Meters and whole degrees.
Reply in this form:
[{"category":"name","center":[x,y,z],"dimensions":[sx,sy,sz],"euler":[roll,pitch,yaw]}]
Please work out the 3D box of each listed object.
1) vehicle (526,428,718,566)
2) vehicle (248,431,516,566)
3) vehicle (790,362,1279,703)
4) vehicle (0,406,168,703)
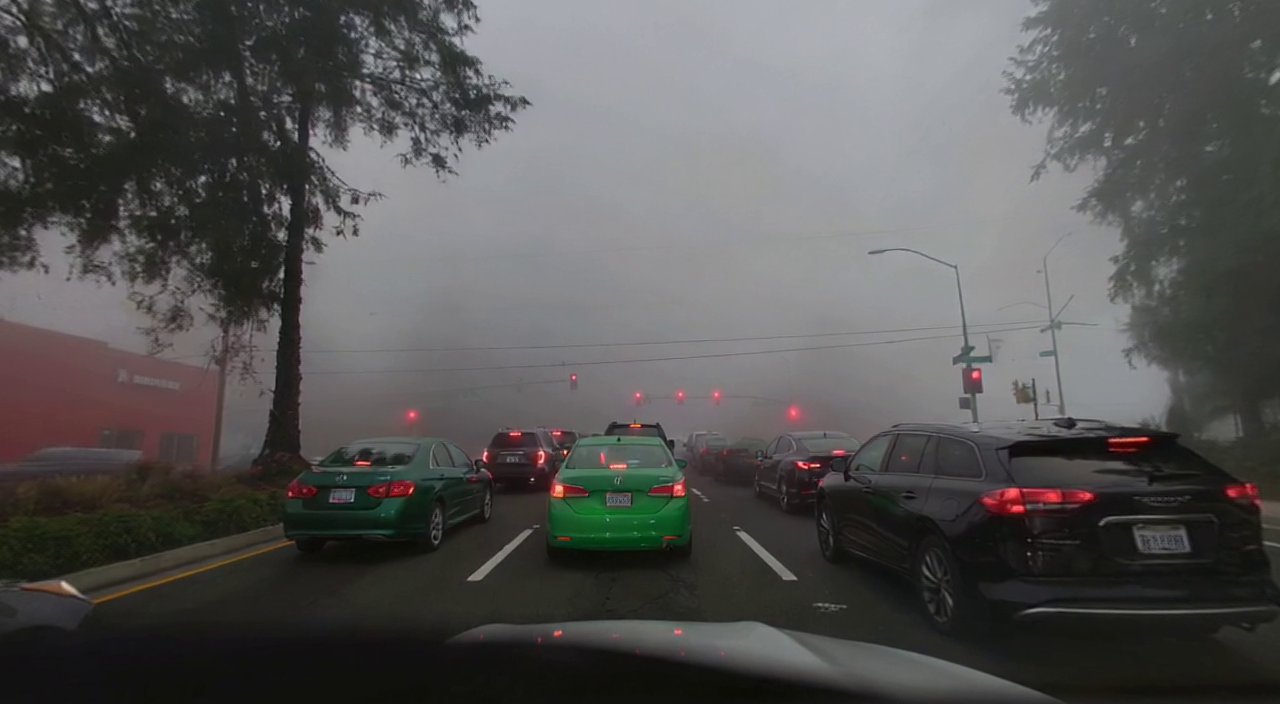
[{"category":"vehicle","center":[-0.208,1.828,8.700],"dimensions":[2.041,1.450,3.847],"euler":[0,-8,0]},{"category":"vehicle","center":[-3.205,1.893,8.947],"dimensions":[1.917,1.441,4.128],"euler":[-1,-8,2]},{"category":"vehicle","center":[3.005,1.233,5.427],"dimensions":[2.196,1.676,4.865],"euler":[0,-8,0]},{"category":"vehicle","center":[-3.353,0.713,0.852],"dimensions":[1.863,1.448,4.697],"euler":[0,-8,-1]}]
